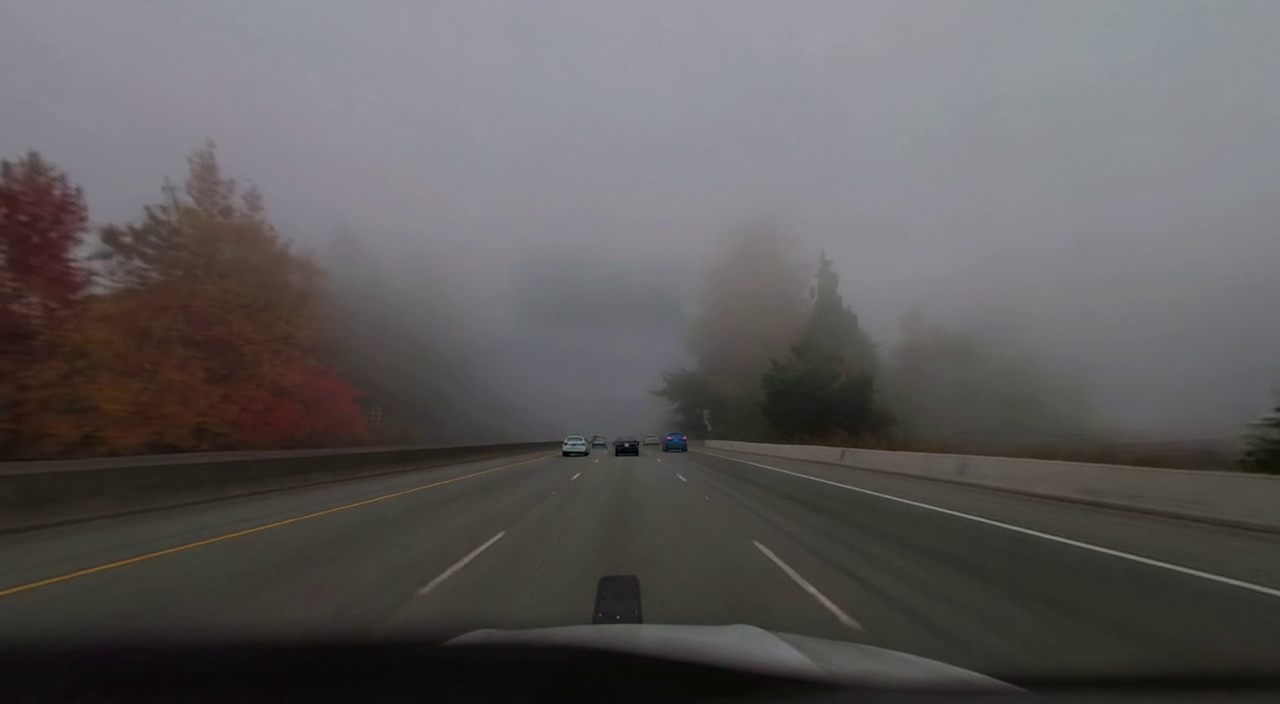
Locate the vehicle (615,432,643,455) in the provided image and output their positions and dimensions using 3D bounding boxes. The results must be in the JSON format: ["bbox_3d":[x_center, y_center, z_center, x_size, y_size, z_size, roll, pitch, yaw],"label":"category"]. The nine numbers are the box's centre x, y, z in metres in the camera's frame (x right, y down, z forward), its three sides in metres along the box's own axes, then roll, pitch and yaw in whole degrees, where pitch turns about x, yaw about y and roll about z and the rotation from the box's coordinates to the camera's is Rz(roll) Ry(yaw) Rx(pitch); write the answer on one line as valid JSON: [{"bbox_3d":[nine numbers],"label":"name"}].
[{"bbox_3d":[-0.867,7.229,49.898,2.157,1.688,4.480,0,-8,0],"label":"vehicle"}]

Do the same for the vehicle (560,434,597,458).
[{"bbox_3d":[-4.187,6.459,43.377,2.103,1.507,4.367,0,-8,0],"label":"vehicle"}]
